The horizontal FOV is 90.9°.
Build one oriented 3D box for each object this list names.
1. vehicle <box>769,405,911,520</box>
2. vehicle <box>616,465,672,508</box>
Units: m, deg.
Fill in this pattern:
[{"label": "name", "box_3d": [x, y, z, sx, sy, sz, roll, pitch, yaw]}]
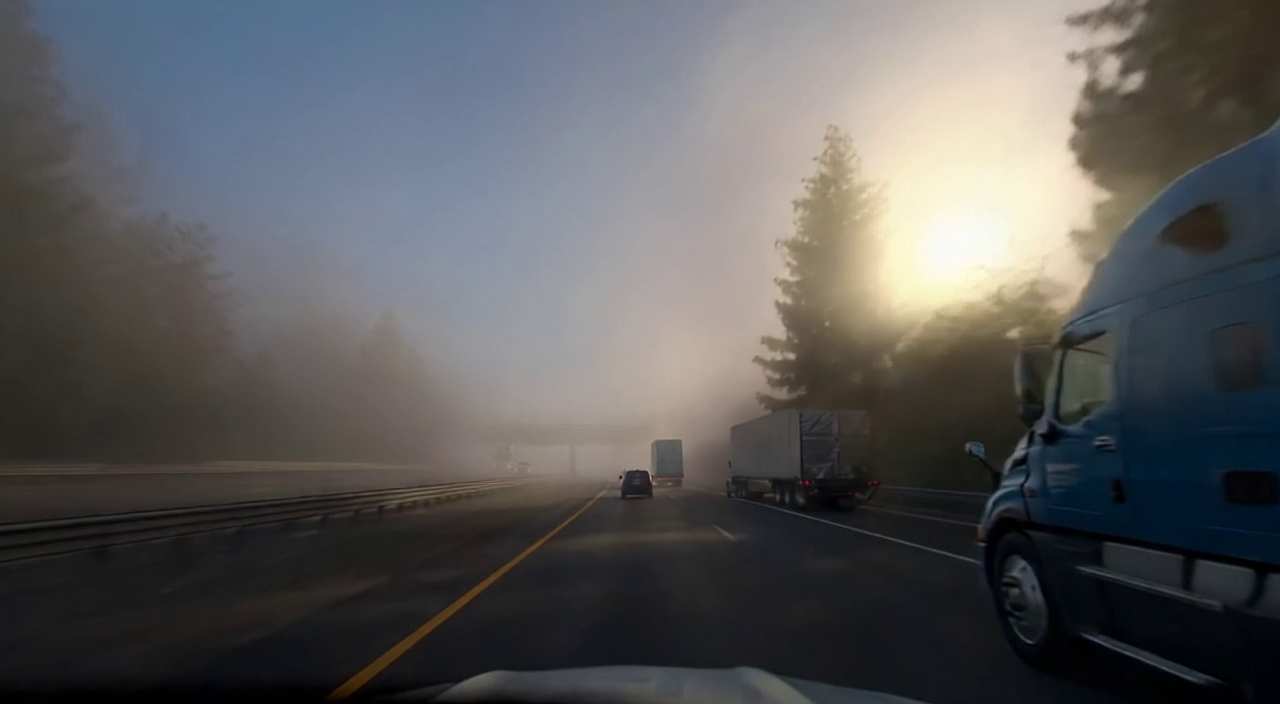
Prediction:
[{"label": "vehicle", "box_3d": [7.356, 4.330, 24.638, 2.839, 3.684, 8.091, 1, -11, 0]}, {"label": "vehicle", "box_3d": [0.154, 5.369, 25.402, 2.067, 1.552, 3.601, 1, -11, 0]}]
